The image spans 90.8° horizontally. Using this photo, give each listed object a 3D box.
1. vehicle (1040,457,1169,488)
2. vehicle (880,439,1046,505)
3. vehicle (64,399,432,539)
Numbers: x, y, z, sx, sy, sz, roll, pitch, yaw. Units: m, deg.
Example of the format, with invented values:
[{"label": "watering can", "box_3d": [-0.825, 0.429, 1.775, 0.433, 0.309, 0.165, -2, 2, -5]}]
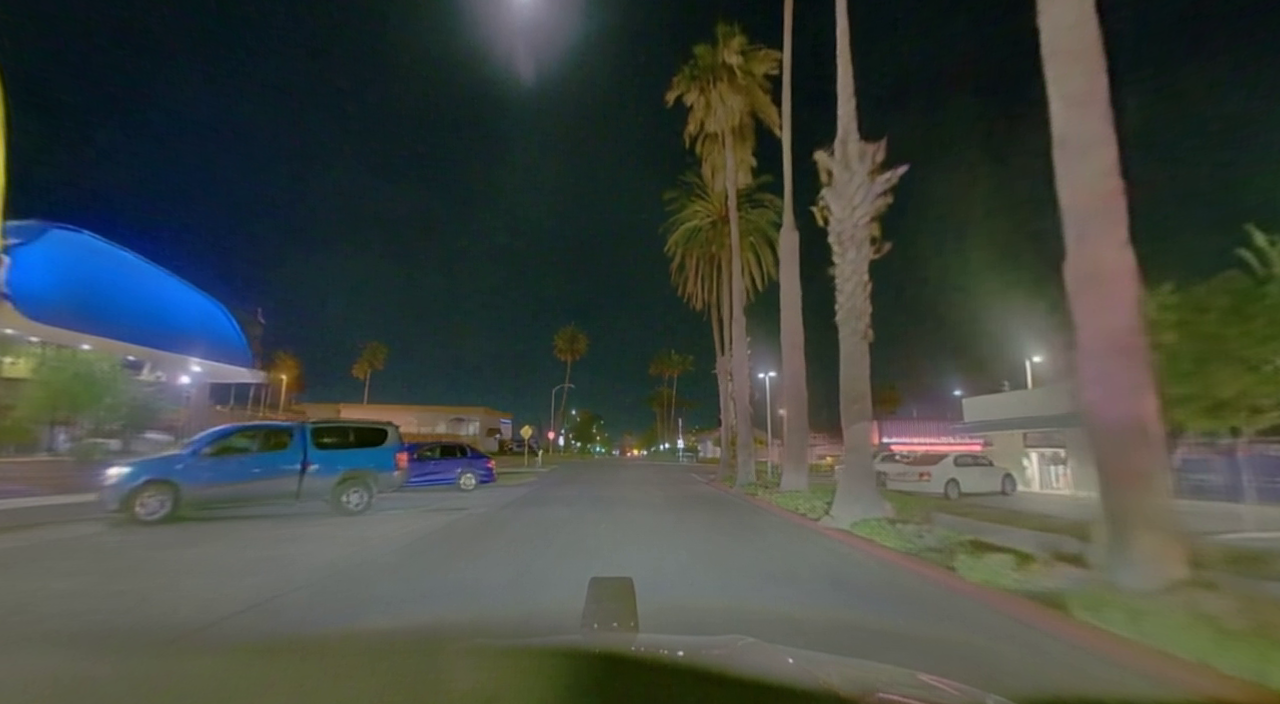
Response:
[{"label": "vehicle", "box_3d": [24.903, 6.441, 34.114, 1.785, 1.539, 5.214, 7, -12, -34]}, {"label": "vehicle", "box_3d": [9.897, 3.636, 19.331, 4.758, 1.759, 2.068, 5, -11, -28]}, {"label": "vehicle", "box_3d": [-6.312, 1.906, 10.769, 4.787, 1.867, 2.092, 6, -10, -34]}]
